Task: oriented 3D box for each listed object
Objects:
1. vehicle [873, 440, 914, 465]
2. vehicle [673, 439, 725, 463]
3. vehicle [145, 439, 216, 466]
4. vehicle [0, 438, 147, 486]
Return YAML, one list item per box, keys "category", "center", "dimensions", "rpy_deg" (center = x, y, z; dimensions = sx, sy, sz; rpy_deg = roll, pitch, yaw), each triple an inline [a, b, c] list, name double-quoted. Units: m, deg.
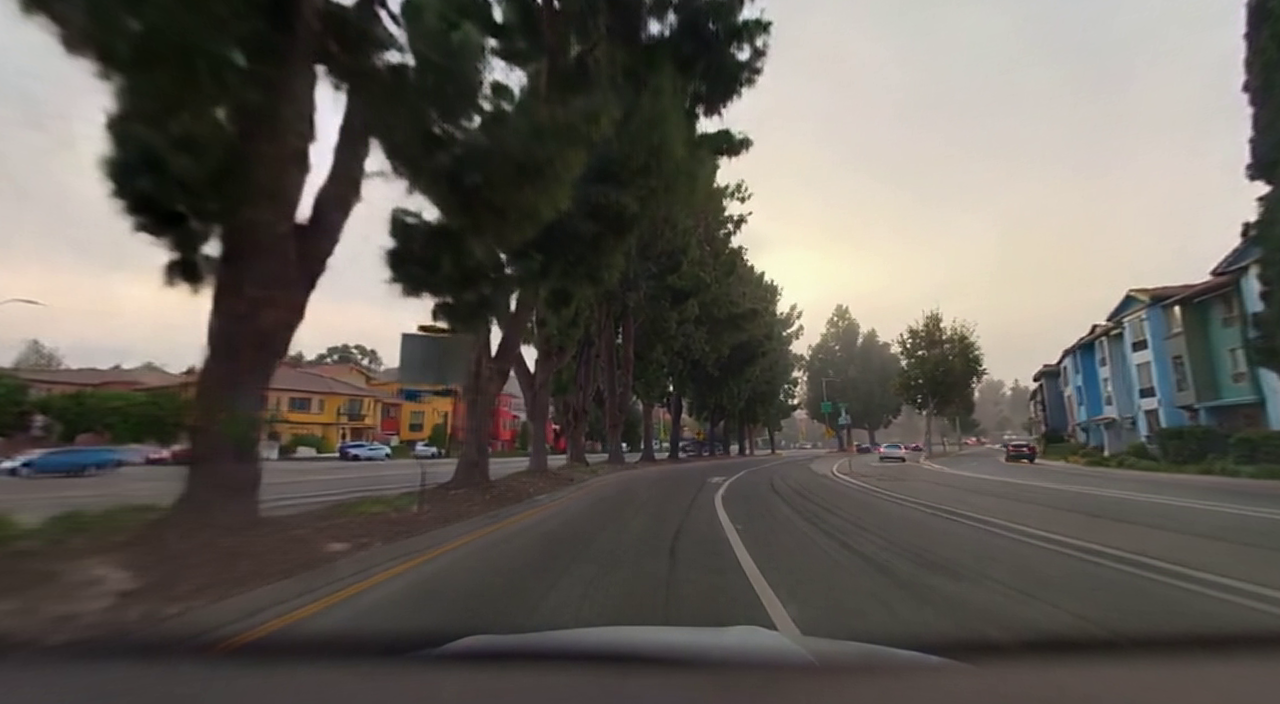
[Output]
- category: "vehicle"
  center: [18.237, 7.297, 45.644]
  dimensions: [1.988, 1.487, 4.479]
  rpy_deg: [-3, -13, 12]
- category: "vehicle"
  center: [4.063, 6.693, 42.827]
  dimensions: [2.081, 1.489, 4.863]
  rpy_deg: [-4, -9, 24]
- category: "vehicle"
  center: [-32.211, 7.028, 44.293]
  dimensions: [4.418, 1.746, 1.925]
  rpy_deg: [-4, -9, 24]
- category: "vehicle"
  center: [-20.364, 3.918, 22.766]
  dimensions: [1.753, 1.553, 3.575]
  rpy_deg: [-3, -9, 17]
